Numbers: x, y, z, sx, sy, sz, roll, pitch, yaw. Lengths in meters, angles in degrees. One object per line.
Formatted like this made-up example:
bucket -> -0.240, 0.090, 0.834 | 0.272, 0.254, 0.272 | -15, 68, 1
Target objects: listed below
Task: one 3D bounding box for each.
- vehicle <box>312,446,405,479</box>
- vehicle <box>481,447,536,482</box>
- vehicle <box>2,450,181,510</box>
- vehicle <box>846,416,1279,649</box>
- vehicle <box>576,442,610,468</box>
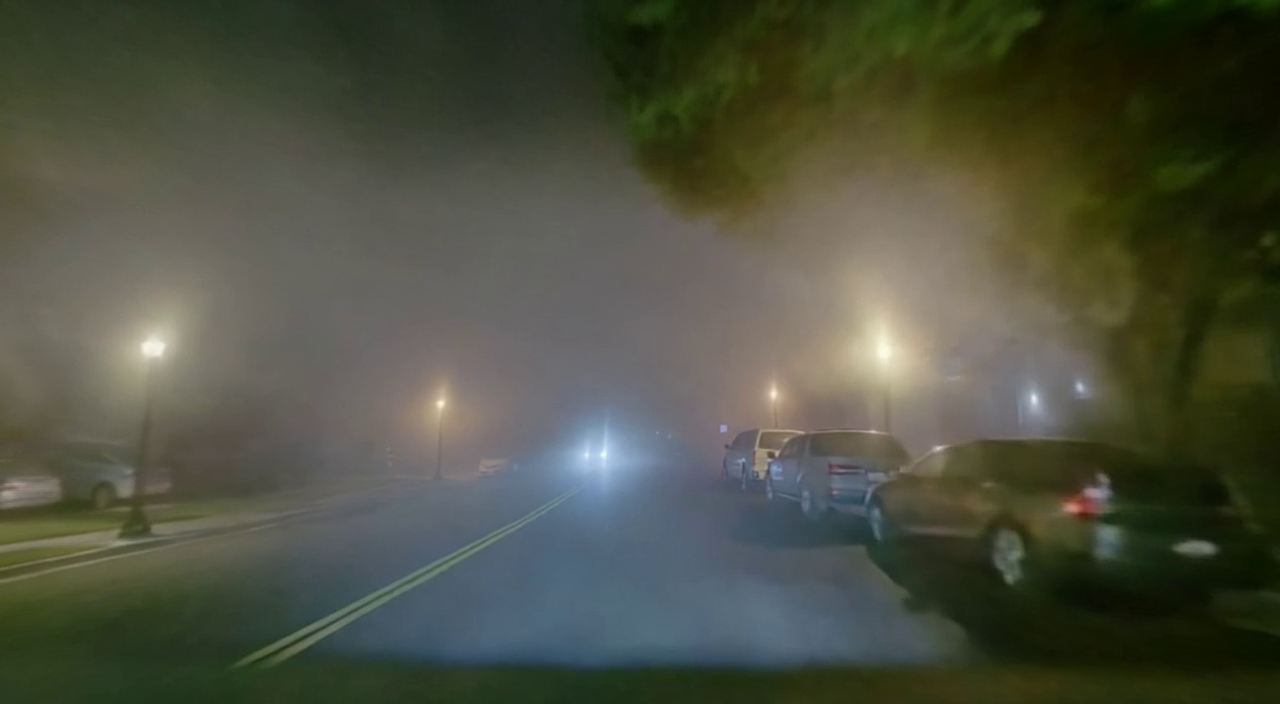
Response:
vehicle -> -15.248, 5.948, 34.208 | 4.696, 1.681, 1.905 | -4, -9, 25
vehicle -> -6.750, 5.798, 32.892 | 1.928, 1.537, 4.439 | -4, -8, -1
vehicle -> -15.524, 3.561, 17.916 | 4.179, 1.489, 1.901 | -3, -9, 20
vehicle -> 4.157, 1.599, 6.926 | 1.952, 1.538, 5.215 | 0, -8, -1
vehicle -> -3.342, 7.423, 45.698 | 2.088, 1.772, 4.375 | -1, -8, 1
